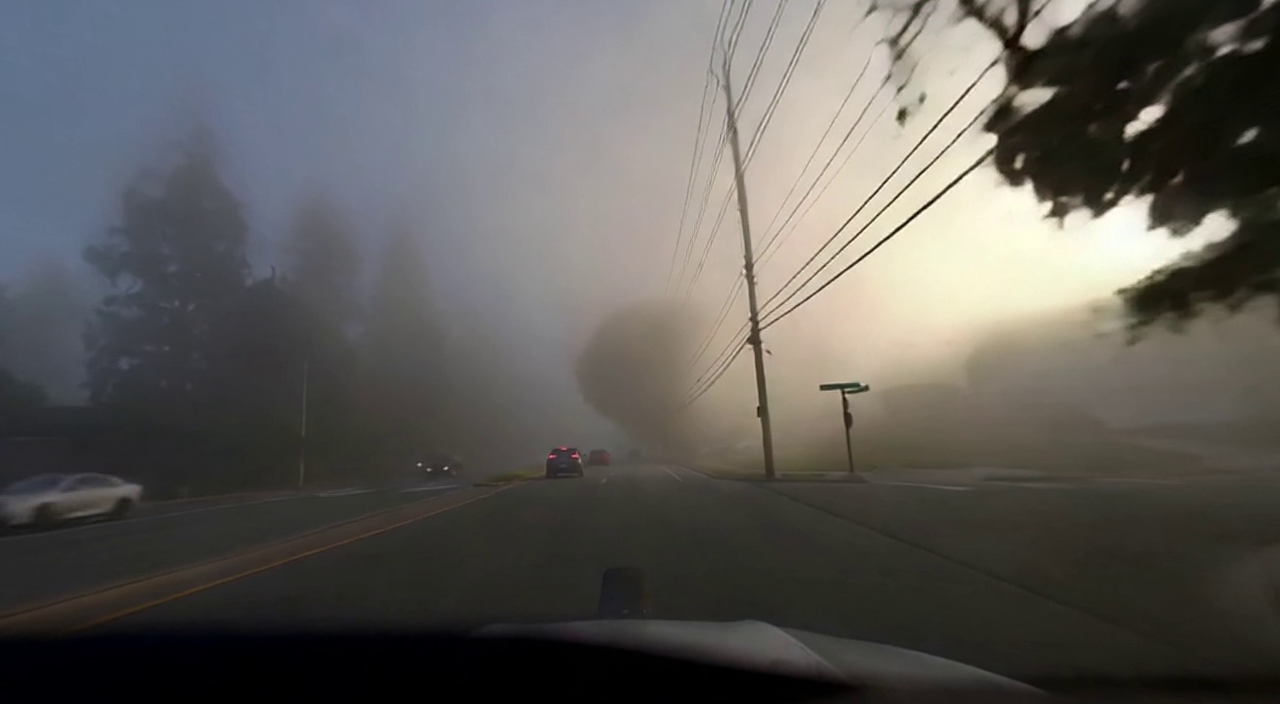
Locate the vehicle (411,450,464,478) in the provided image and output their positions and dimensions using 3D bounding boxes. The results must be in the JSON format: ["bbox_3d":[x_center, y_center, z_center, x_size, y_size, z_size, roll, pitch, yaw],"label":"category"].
[{"bbox_3d":[-12.616,6.979,39.559,1.954,1.648,4.287,-1,-9,-1],"label":"vehicle"}]

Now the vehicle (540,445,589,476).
[{"bbox_3d":[-3.839,5.577,32.702,2.084,1.466,4.522,0,-9,-1],"label":"vehicle"}]

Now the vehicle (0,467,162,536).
[{"bbox_3d":[-15.990,4.007,17.415,1.937,1.480,4.755,0,-9,-1],"label":"vehicle"}]
